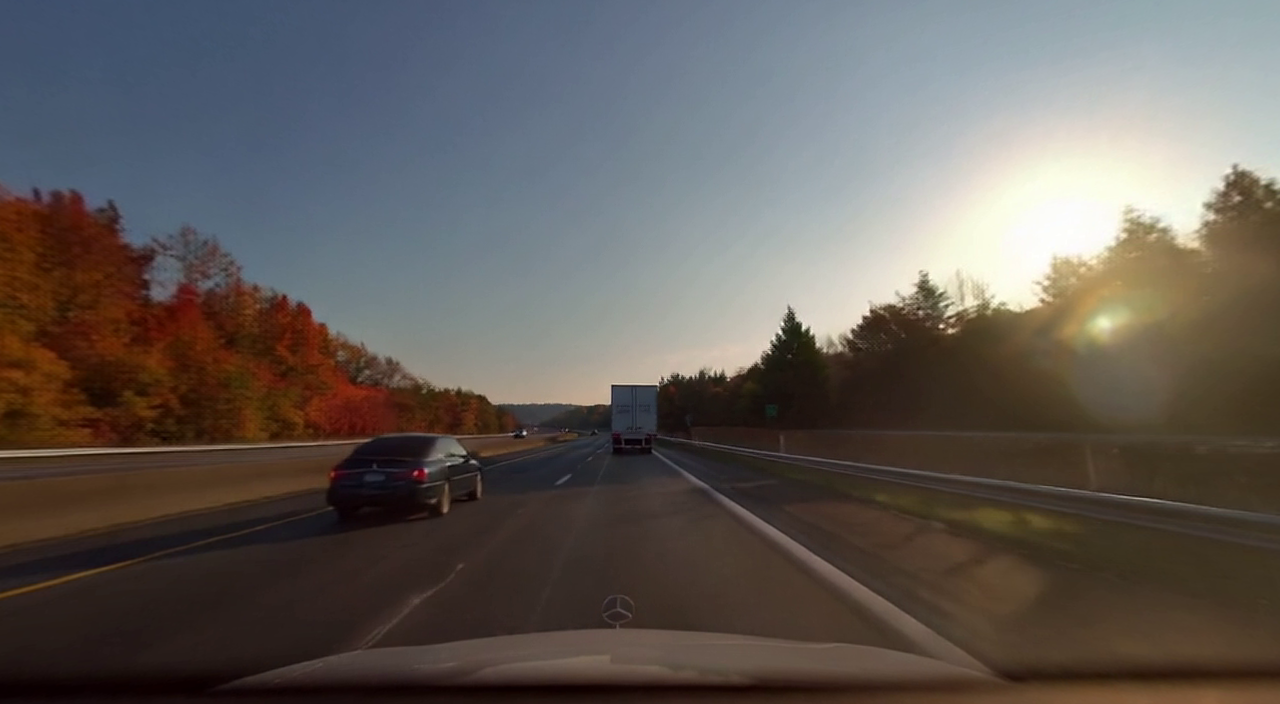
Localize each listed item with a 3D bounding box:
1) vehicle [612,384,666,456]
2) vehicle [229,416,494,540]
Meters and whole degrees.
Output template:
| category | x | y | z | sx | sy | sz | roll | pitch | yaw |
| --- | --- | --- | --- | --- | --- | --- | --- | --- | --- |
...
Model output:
| category | x | y | z | sx | sy | sz | roll | pitch | yaw |
| --- | --- | --- | --- | --- | --- | --- | --- | --- | --- |
| vehicle | -0.278 | 4.583 | 40.945 | 3.013 | 4.016 | 11.496 | 0 | -8 | -2 |
| vehicle | -3.901 | 1.830 | 9.854 | 2.217 | 1.495 | 4.245 | 0 | -8 | 0 |
